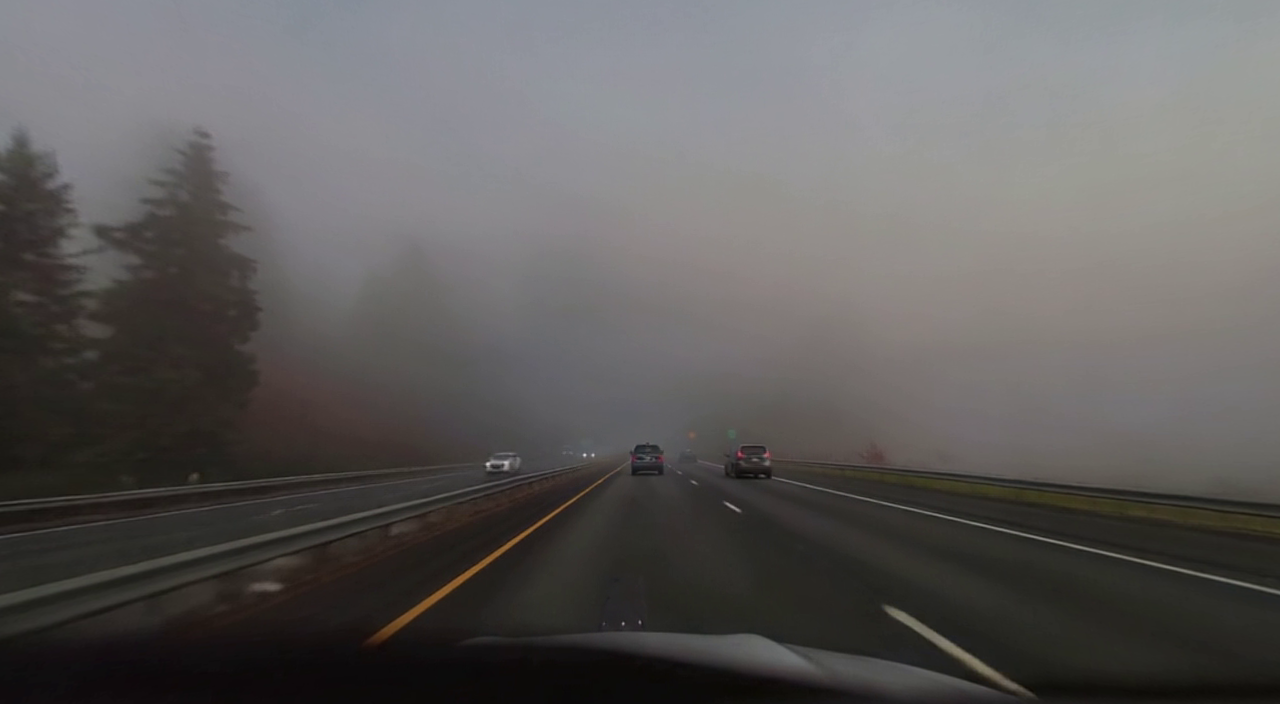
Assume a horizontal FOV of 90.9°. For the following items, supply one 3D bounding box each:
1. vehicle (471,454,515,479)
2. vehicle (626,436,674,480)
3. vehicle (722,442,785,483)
[{"bbox_3d":[-9.488,7.407,41.064,1.827,1.488,4.455,0,-9,0],"label":"vehicle"},{"bbox_3d":[0.446,5.039,30.209,2.143,1.925,4.101,0,-9,0],"label":"vehicle"},{"bbox_3d":[4.598,4.547,26.120,1.868,1.566,3.509,0,-9,-1],"label":"vehicle"}]
